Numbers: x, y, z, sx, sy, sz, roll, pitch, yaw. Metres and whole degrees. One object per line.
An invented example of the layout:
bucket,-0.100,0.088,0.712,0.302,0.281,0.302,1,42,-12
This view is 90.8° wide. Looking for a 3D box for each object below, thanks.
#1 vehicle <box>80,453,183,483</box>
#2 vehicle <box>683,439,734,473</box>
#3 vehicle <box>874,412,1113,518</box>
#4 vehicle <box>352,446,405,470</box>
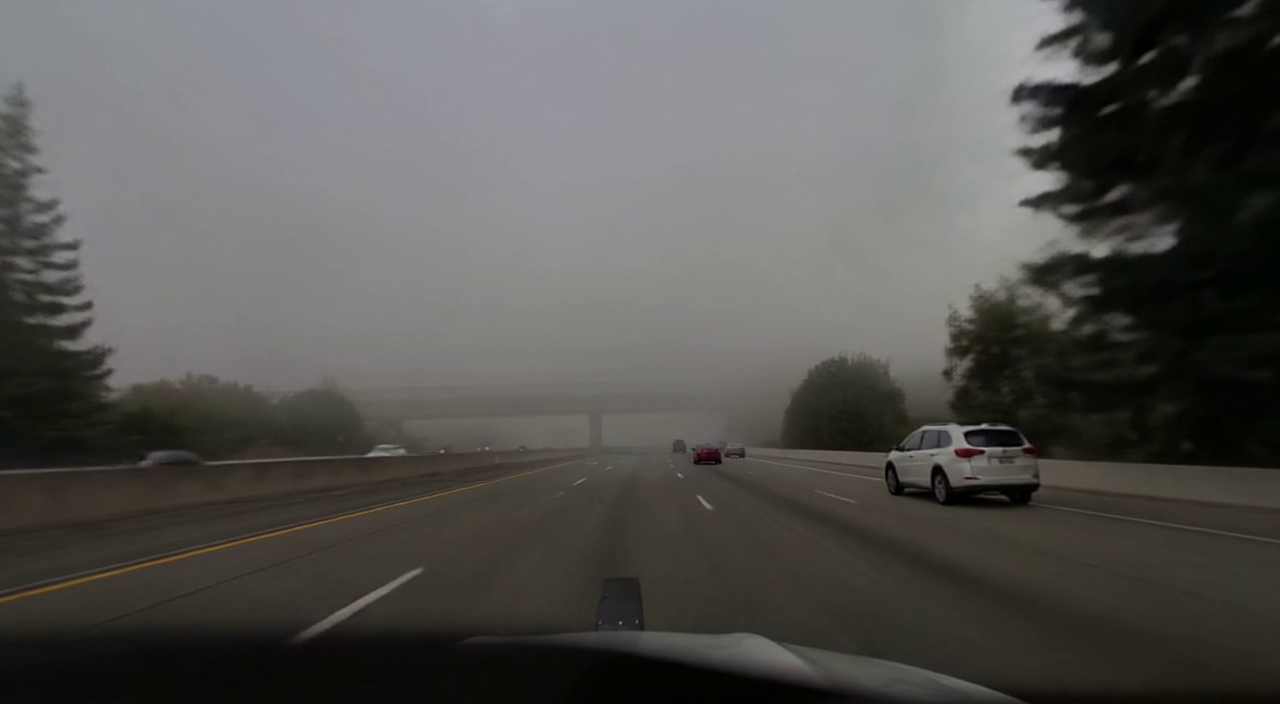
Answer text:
vehicle,-27.710,6.286,34.653,1.883,1.471,4.502,-1,-9,0
vehicle,3.210,4.974,30.338,1.981,1.471,4.342,-1,-9,0
vehicle,7.035,2.326,13.426,2.087,1.806,4.946,0,-9,-1
vehicle,-19.840,8.063,48.195,1.986,1.730,4.558,-1,-9,1
